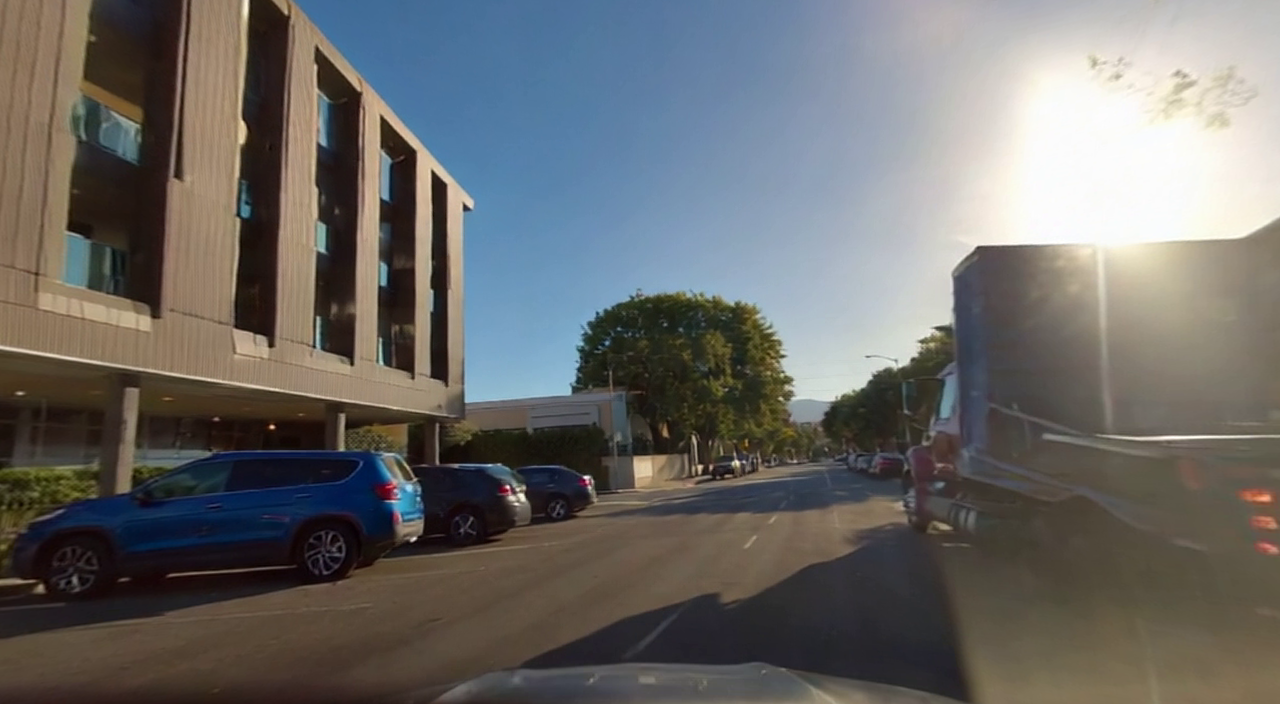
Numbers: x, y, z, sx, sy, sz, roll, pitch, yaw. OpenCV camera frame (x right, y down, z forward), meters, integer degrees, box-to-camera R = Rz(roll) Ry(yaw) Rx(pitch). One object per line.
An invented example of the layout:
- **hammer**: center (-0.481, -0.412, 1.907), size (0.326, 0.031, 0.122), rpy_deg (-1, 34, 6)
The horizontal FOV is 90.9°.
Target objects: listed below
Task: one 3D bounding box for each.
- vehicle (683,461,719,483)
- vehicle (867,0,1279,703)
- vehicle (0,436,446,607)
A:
- **vehicle**: center (4.660, 9.075, 47.717), size (1.798, 1.459, 4.306), rpy_deg (-3, -9, 17)
- **vehicle**: center (5.149, 0.660, 8.866), size (3.320, 4.034, 11.553), rpy_deg (-3, -9, 19)
- **vehicle**: center (-5.599, 2.177, 9.012), size (5.022, 1.872, 2.137), rpy_deg (4, -10, -27)
